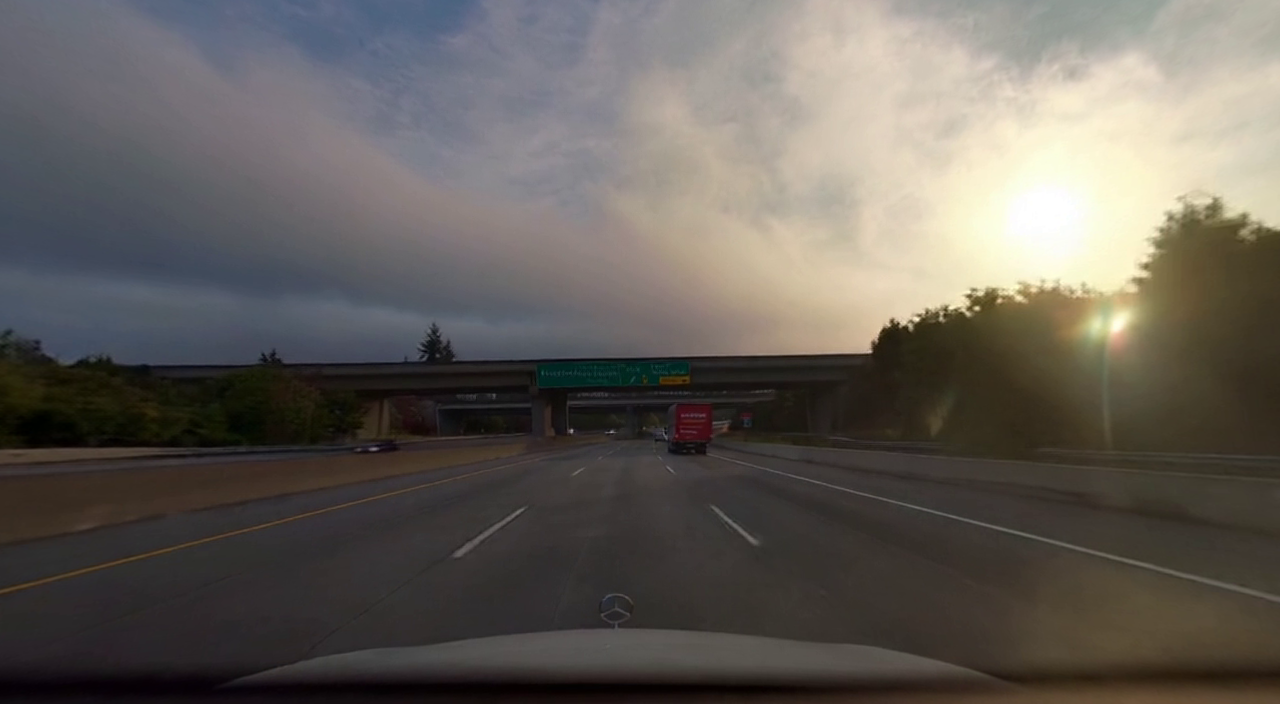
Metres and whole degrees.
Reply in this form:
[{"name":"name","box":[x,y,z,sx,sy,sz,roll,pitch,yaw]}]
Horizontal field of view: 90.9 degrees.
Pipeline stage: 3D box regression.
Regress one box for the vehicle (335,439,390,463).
[{"name":"vehicle","box":[-17.911,6.369,40.854,1.754,1.453,3.731,0,-8,1]}]

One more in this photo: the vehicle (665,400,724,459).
[{"name":"vehicle","box":[3.525,5.454,43.845,2.981,3.512,11.154,0,-8,-1]}]
